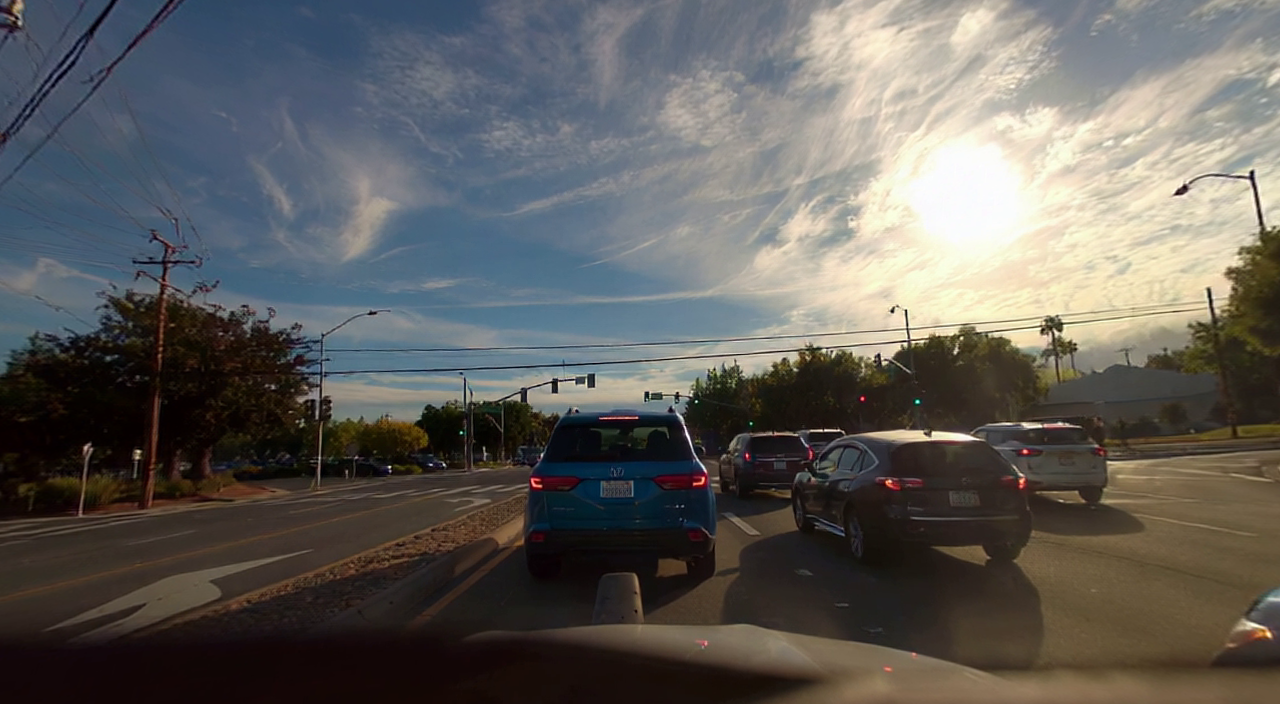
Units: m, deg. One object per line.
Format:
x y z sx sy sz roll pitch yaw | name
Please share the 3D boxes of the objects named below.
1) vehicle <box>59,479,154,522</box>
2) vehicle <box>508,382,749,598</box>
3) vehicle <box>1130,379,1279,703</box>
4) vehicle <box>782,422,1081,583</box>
-26.327 7.330 31.159 4.526 1.715 1.989 -11 -13 29 | vehicle
-0.137 1.603 8.095 2.231 1.998 4.254 0 -9 -1 | vehicle
3.276 0.632 0.759 1.889 1.517 4.308 0 -9 0 | vehicle
3.420 1.838 8.577 1.880 1.579 4.401 0 -9 -1 | vehicle
